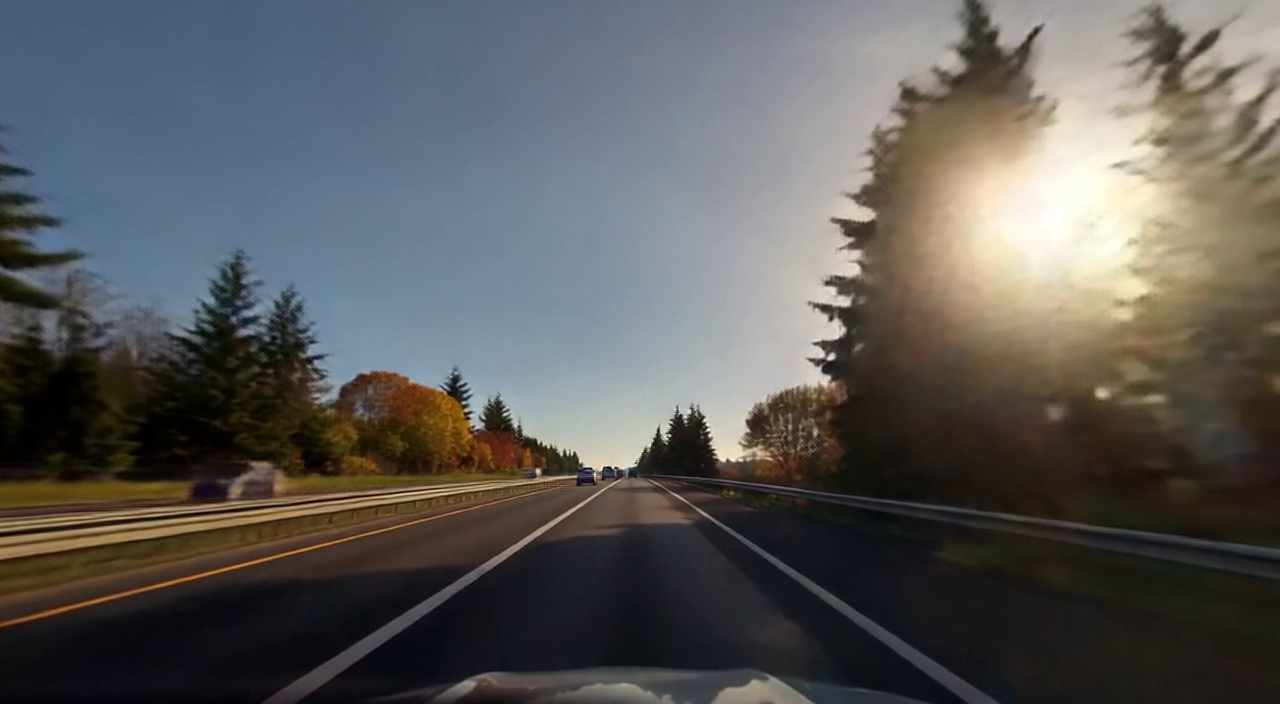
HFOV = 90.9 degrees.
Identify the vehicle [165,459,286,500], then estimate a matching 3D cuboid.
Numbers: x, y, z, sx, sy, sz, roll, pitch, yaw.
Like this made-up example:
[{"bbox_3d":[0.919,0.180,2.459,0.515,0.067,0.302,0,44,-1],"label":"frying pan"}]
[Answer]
[{"bbox_3d":[-17.497,5.416,26.917,1.973,1.567,4.633,1,-11,0],"label":"vehicle"}]
